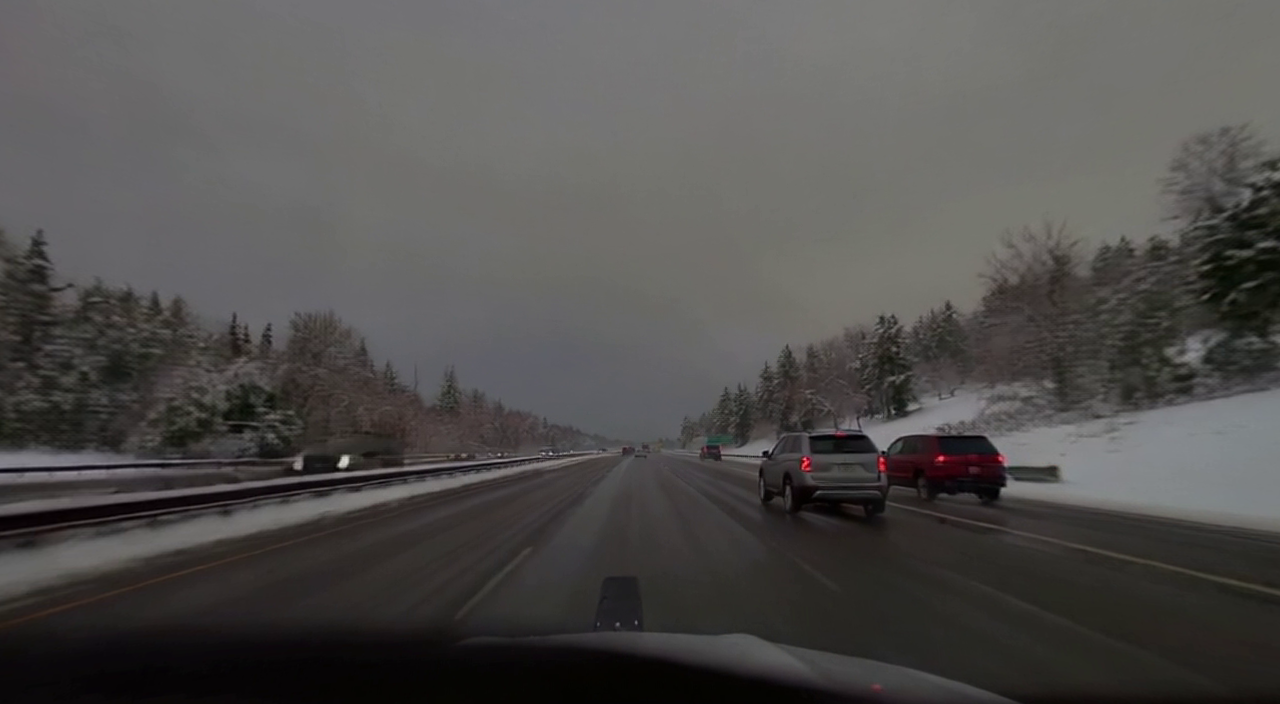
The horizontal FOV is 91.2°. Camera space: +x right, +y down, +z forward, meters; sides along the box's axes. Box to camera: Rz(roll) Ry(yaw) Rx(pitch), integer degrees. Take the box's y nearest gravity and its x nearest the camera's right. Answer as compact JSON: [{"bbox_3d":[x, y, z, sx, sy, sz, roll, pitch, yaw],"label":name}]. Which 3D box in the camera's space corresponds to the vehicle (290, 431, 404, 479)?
[{"bbox_3d":[-10.763,3.845,23.488,2.089,1.602,4.561,0,-9,0],"label":"vehicle"}]

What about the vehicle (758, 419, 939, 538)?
[{"bbox_3d":[3.492,2.201,11.427,1.784,1.733,4.141,0,-9,-1],"label":"vehicle"}]

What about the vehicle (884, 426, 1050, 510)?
[{"bbox_3d":[7.853,2.817,15.534,1.898,1.798,3.805,0,-9,-2],"label":"vehicle"}]
